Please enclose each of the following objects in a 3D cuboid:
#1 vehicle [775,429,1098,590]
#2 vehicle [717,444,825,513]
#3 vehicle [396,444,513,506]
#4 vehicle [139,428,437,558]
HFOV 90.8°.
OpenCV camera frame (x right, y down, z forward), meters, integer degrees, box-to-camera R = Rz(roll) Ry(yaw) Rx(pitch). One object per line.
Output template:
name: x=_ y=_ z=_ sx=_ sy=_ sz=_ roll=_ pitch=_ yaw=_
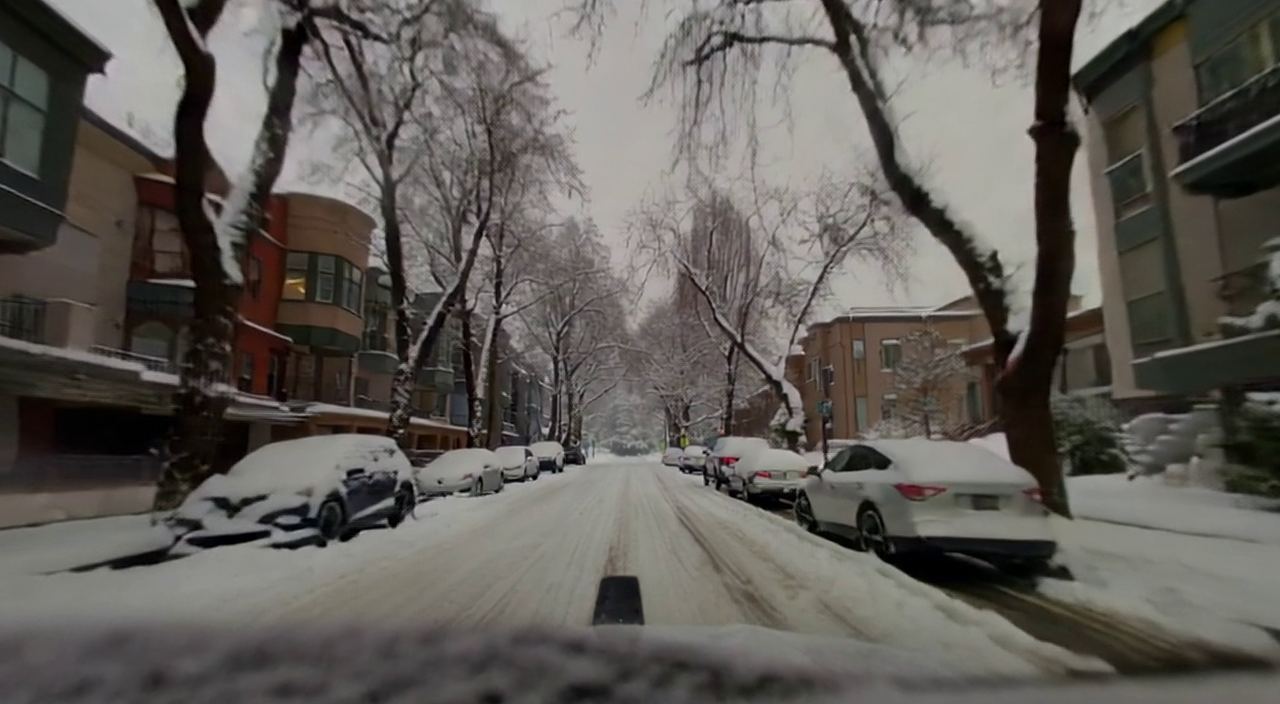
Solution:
vehicle: x=3.746 y=2.081 z=9.375 sx=2.187 sy=1.699 sz=5.038 roll=1 pitch=-9 yaw=-2
vehicle: x=3.513 y=3.480 z=18.026 sx=1.988 sy=1.652 sz=5.017 roll=0 pitch=-9 yaw=0
vehicle: x=-5.769 y=3.861 z=20.474 sx=2.256 sy=1.590 sz=5.488 roll=-3 pitch=-8 yaw=-2
vehicle: x=-5.628 y=2.308 z=11.241 sx=2.222 sy=1.735 sz=5.215 roll=0 pitch=-9 yaw=1
